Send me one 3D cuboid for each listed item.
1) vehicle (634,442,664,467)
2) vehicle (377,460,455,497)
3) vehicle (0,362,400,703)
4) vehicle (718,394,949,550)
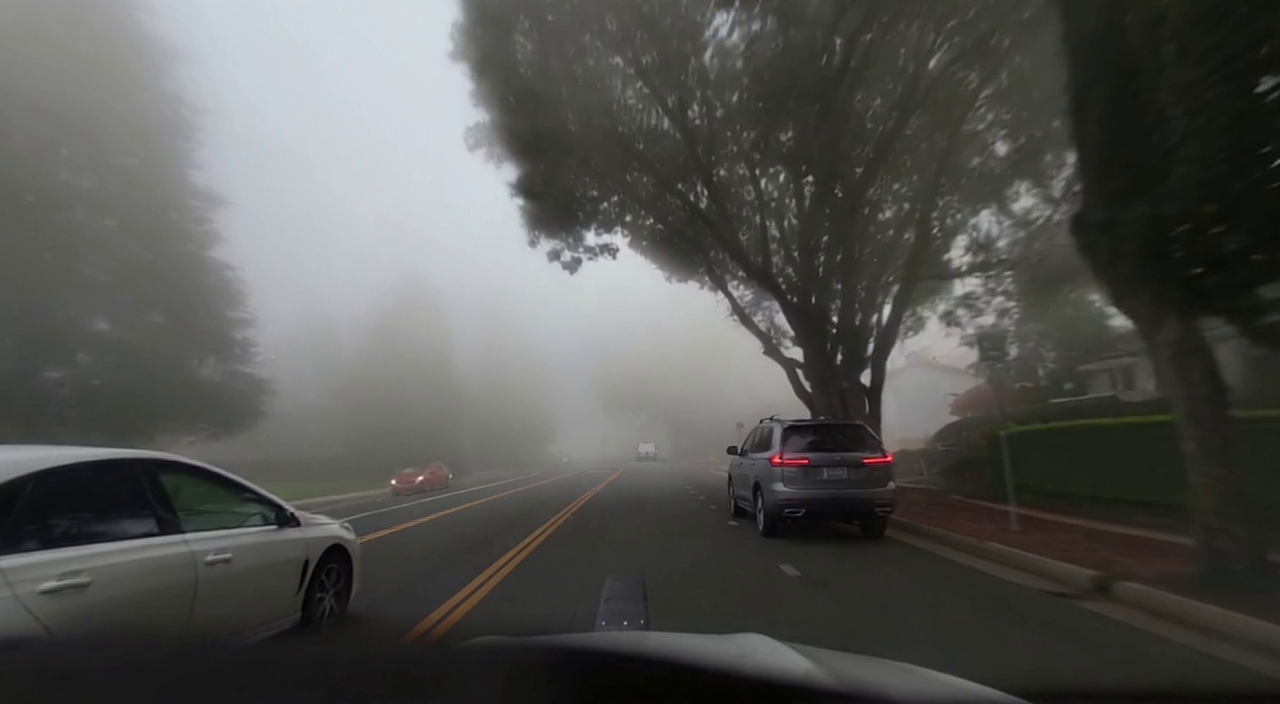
[{"bbox_3d":[0.628,7.649,47.229,2.138,1.729,4.178,0,-9,0],"label":"vehicle"},{"bbox_3d":[-10.364,5.867,29.565,1.893,1.441,4.604,-1,-9,2],"label":"vehicle"},{"bbox_3d":[-3.204,1.048,3.274,2.058,1.659,4.514,0,-9,1],"label":"vehicle"},{"bbox_3d":[2.939,2.033,11.331,2.338,2.063,5.592,0,-9,0],"label":"vehicle"}]
